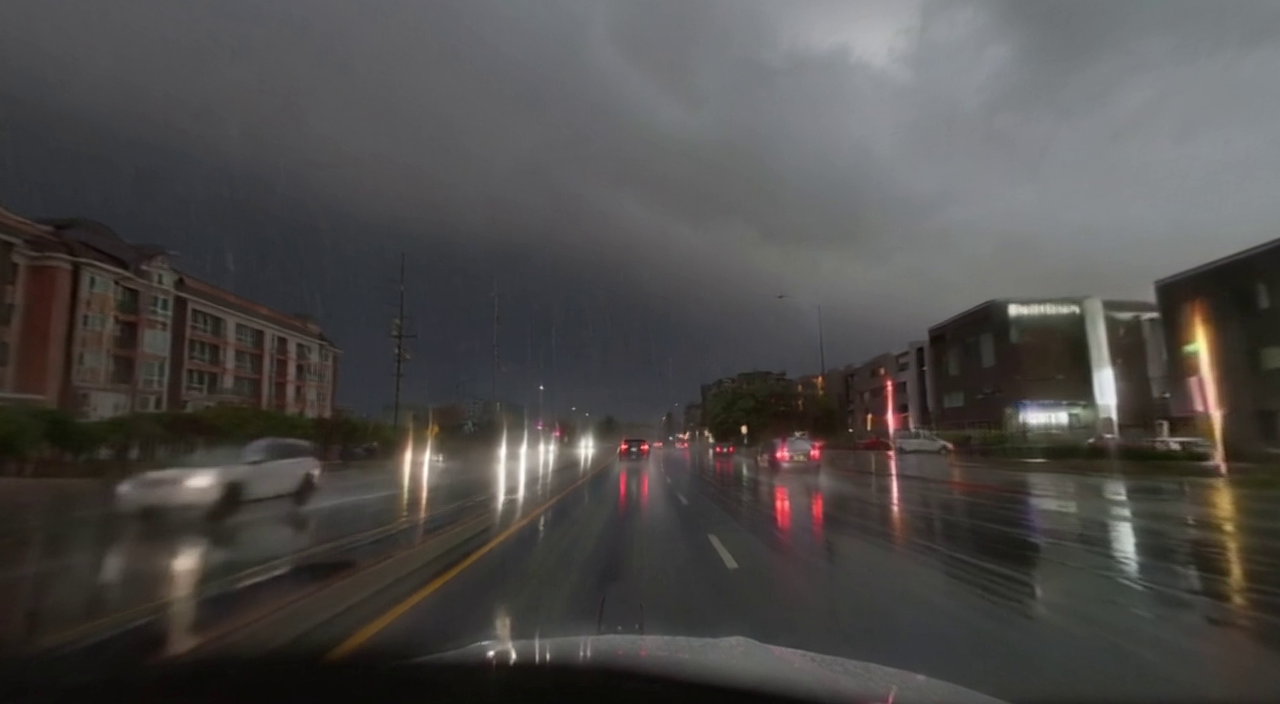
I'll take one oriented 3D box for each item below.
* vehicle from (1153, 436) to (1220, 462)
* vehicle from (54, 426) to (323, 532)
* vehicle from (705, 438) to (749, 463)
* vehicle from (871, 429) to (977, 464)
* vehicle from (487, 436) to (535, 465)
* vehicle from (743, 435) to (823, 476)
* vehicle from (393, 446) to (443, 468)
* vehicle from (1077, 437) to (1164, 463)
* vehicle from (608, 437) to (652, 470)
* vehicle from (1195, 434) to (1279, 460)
[{"bbox_3d":[33.596,5.975,38.808,1.932,1.536,3.835,-3,-9,23],"label":"vehicle"},{"bbox_3d":[-8.590,2.428,12.658,2.013,1.737,4.510,0,-8,0],"label":"vehicle"},{"bbox_3d":[5.587,6.407,40.945,2.154,1.554,4.149,0,-8,-2],"label":"vehicle"},{"bbox_3d":[17.520,5.843,39.002,5.388,2.082,2.328,1,-9,-5],"label":"vehicle"},{"bbox_3d":[-8.875,6.851,43.739,2.357,1.894,4.864,0,-9,0],"label":"vehicle"},{"bbox_3d":[5.883,4.329,26.539,2.121,1.557,4.898,0,-8,-2],"label":"vehicle"},{"bbox_3d":[-16.100,7.635,45.860,1.977,1.514,4.720,0,-8,0],"label":"vehicle"},{"bbox_3d":[29.444,6.026,38.766,1.781,1.507,4.628,0,-9,2],"label":"vehicle"},{"bbox_3d":[-0.500,5.142,32.039,2.106,1.553,3.964,0,-8,-1],"label":"vehicle"},{"bbox_3d":[37.026,5.896,39.026,1.681,1.536,3.704,0,-8,0],"label":"vehicle"}]
